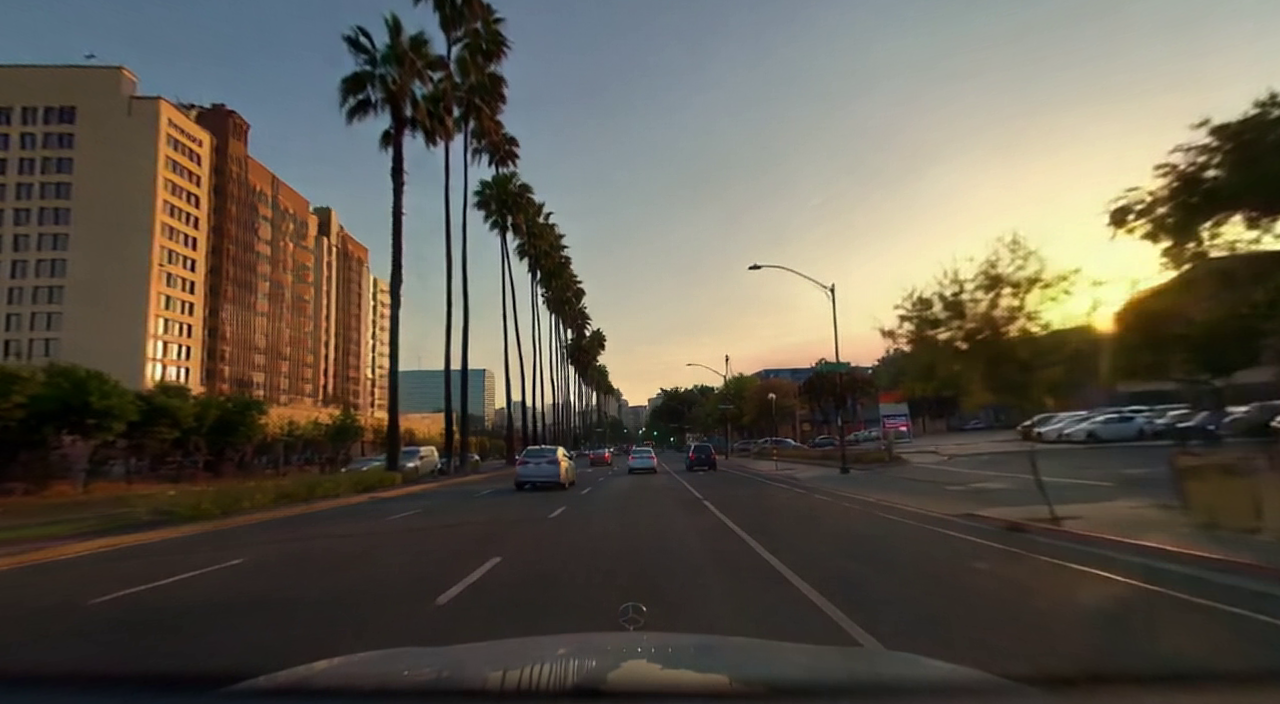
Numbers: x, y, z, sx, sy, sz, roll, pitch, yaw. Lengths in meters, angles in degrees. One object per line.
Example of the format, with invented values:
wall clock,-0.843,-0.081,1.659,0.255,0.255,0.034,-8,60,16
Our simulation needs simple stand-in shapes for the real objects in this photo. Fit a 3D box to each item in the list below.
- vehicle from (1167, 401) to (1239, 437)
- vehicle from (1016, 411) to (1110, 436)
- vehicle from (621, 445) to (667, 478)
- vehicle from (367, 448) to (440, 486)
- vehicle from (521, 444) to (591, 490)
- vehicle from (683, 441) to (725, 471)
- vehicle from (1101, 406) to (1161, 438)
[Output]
vehicle,27.577,3.366,31.001,1.781,1.592,3.879,-5,-10,30
vehicle,27.791,4.772,41.569,1.663,1.499,4.774,5,-10,-31
vehicle,0.198,5.411,31.360,2.147,1.507,3.953,0,-8,0
vehicle,-11.521,5.596,31.064,1.886,1.706,4.209,-1,-9,1
vehicle,-3.006,4.235,23.593,1.908,1.505,4.369,-1,-9,2
vehicle,4.018,6.603,40.175,2.108,1.785,4.334,0,-8,-1
vehicle,24.341,3.551,31.373,1.815,1.441,3.985,-6,-10,31
